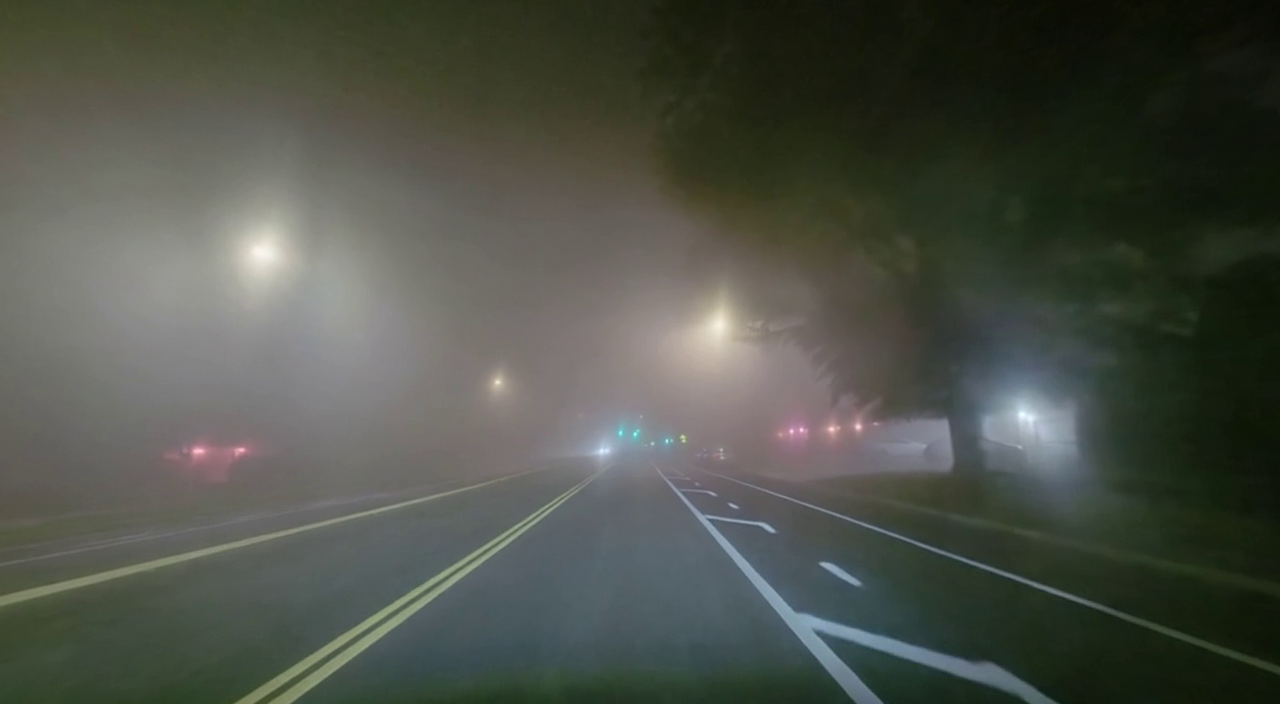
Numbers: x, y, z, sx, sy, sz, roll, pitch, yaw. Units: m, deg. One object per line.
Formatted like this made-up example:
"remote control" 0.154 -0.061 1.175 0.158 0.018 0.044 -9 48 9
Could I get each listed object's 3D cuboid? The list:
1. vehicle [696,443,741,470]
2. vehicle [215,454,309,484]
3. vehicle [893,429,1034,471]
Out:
"vehicle" 4.795 6.466 39.155 1.995 1.553 4.628 0 -9 -2
"vehicle" -23.345 7.215 39.180 4.466 1.773 2.063 0 -9 -2
"vehicle" 13.263 4.042 26.135 4.710 1.612 1.999 0 -9 -2
